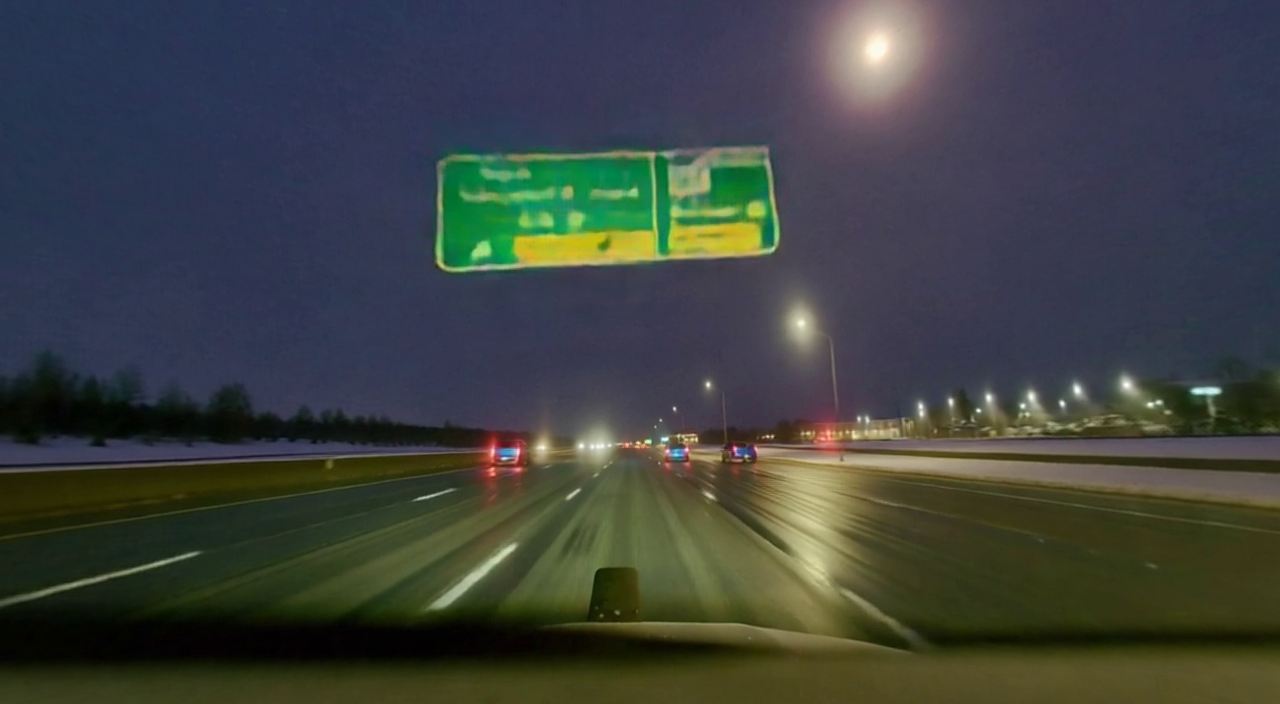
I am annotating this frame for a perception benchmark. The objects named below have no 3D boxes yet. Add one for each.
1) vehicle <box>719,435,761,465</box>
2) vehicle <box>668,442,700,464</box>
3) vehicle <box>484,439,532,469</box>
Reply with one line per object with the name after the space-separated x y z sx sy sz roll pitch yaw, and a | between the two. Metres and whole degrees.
6.863 6.802 43.943 2.065 1.953 4.605 0 -8 -1 | vehicle
3.114 7.276 45.554 2.000 1.533 3.770 0 -8 -1 | vehicle
-8.218 6.372 39.910 2.083 1.696 5.464 1 -8 -2 | vehicle
